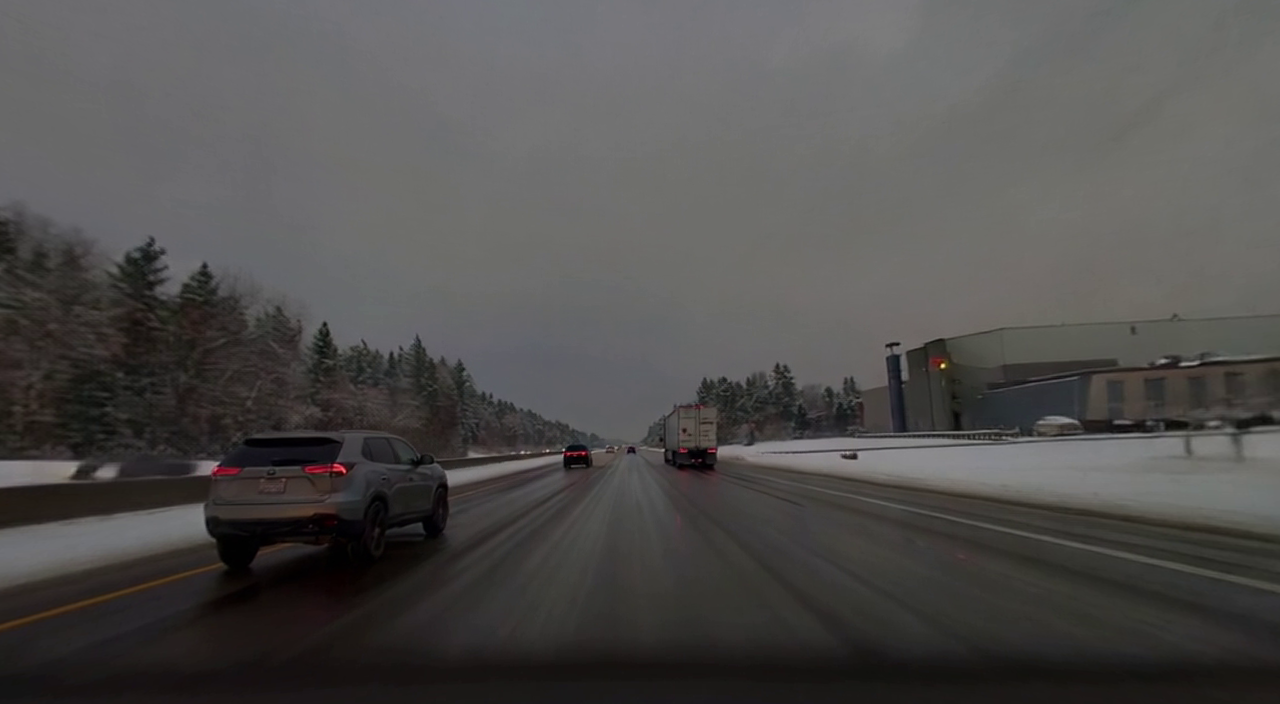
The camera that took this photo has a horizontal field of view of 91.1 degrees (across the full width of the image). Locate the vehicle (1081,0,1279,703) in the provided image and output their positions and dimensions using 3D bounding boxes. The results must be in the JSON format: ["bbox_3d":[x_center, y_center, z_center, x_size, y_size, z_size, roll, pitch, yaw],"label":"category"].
[{"bbox_3d":[4.280,-0.479,0.585,3.030,3.918,6.108,0,-9,0],"label":"vehicle"}]

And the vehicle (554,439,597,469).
[{"bbox_3d":[-3.862,6.201,38.332,2.139,1.716,4.530,0,-9,0],"label":"vehicle"}]

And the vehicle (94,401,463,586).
[{"bbox_3d":[-4.155,1.723,8.452,2.202,1.760,4.617,0,-9,0],"label":"vehicle"}]

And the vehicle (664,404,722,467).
[{"bbox_3d":[3.895,6.756,49.861,2.998,4.236,13.886,0,-9,-2],"label":"vehicle"}]
